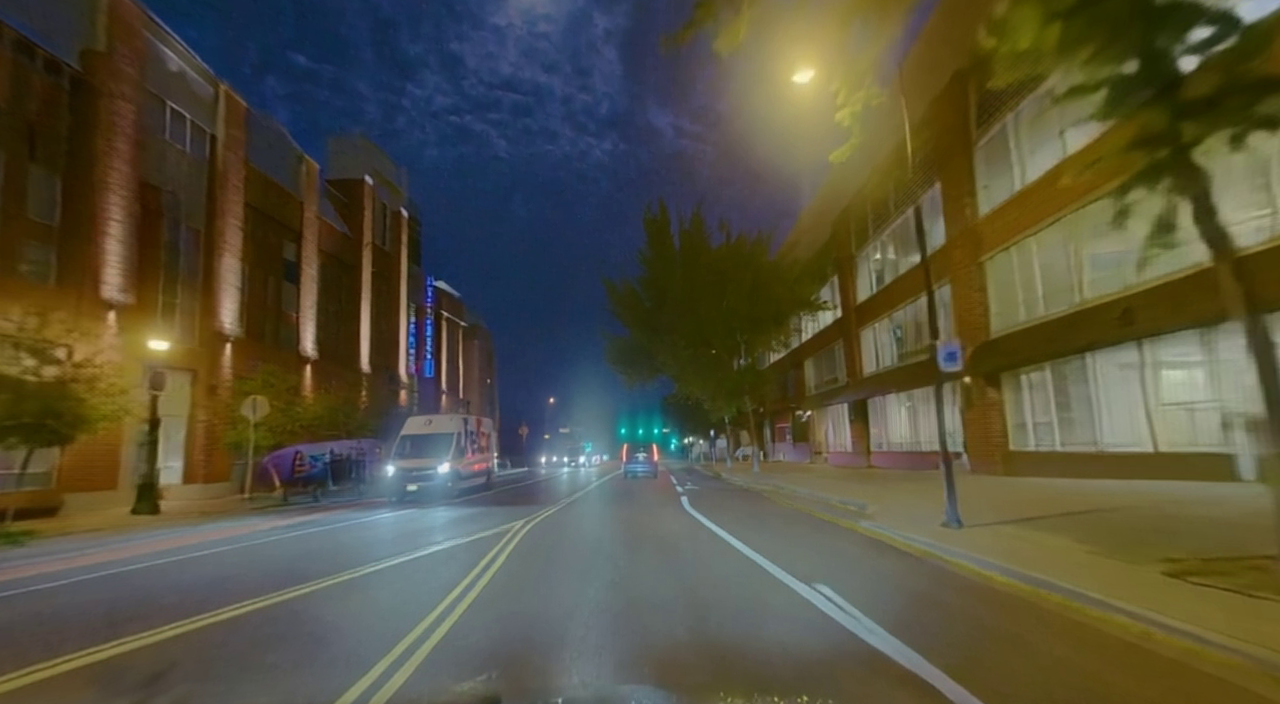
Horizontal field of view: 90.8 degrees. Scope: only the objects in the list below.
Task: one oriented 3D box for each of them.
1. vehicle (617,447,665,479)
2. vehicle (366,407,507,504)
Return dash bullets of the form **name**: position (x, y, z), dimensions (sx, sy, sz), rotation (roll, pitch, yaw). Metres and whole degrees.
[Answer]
- **vehicle**: position (0.106, 5.871, 33.682), dimensions (2.356, 1.572, 4.810), rotation (0, -9, 1)
- **vehicle**: position (-7.240, 3.847, 23.765), dimensions (2.754, 3.065, 7.103), rotation (0, -9, 1)
